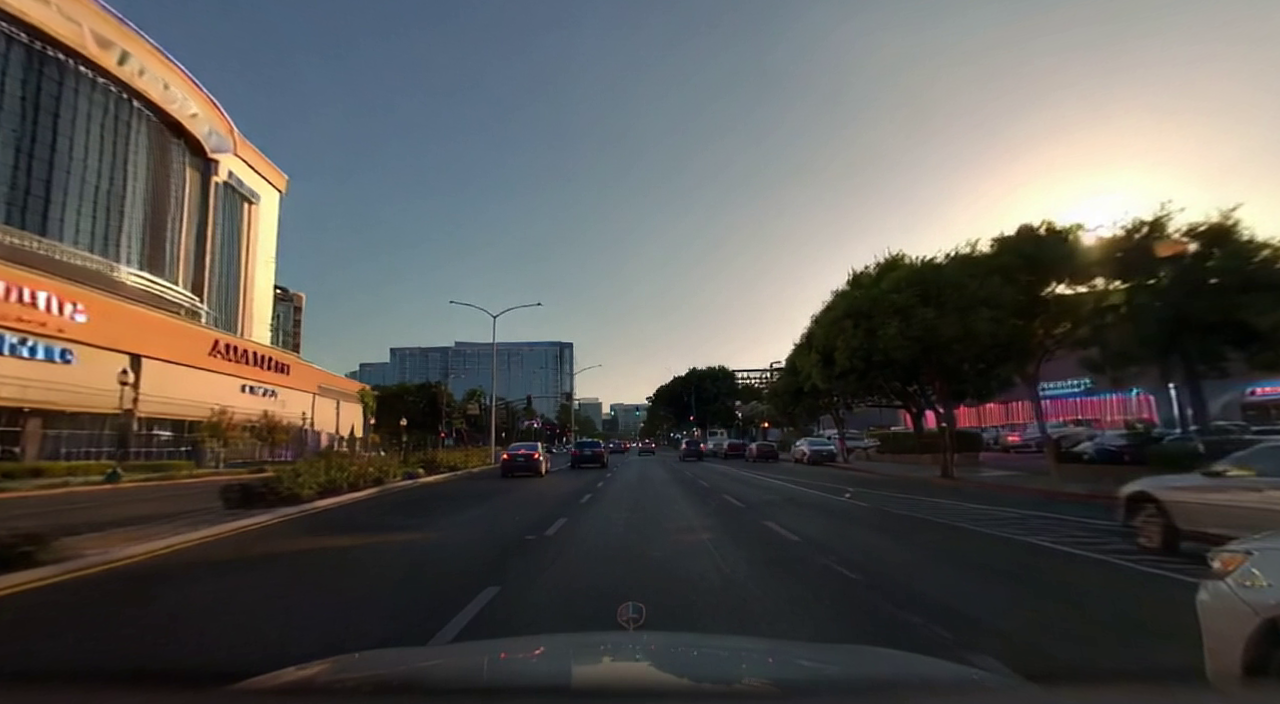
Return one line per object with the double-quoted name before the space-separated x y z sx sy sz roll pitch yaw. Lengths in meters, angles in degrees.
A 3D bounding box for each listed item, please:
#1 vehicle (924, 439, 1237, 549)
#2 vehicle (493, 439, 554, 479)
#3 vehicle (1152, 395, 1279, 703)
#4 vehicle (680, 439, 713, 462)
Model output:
"vehicle" 7.280 2.349 11.271 2.090 1.515 4.731 0 -8 -1
"vehicle" -4.712 4.372 26.087 1.917 1.511 4.436 0 -8 -3
"vehicle" 3.438 0.660 0.682 1.981 1.499 4.536 0 -8 1
"vehicle" 4.305 7.562 48.461 2.007 1.683 4.171 0 -8 -1
